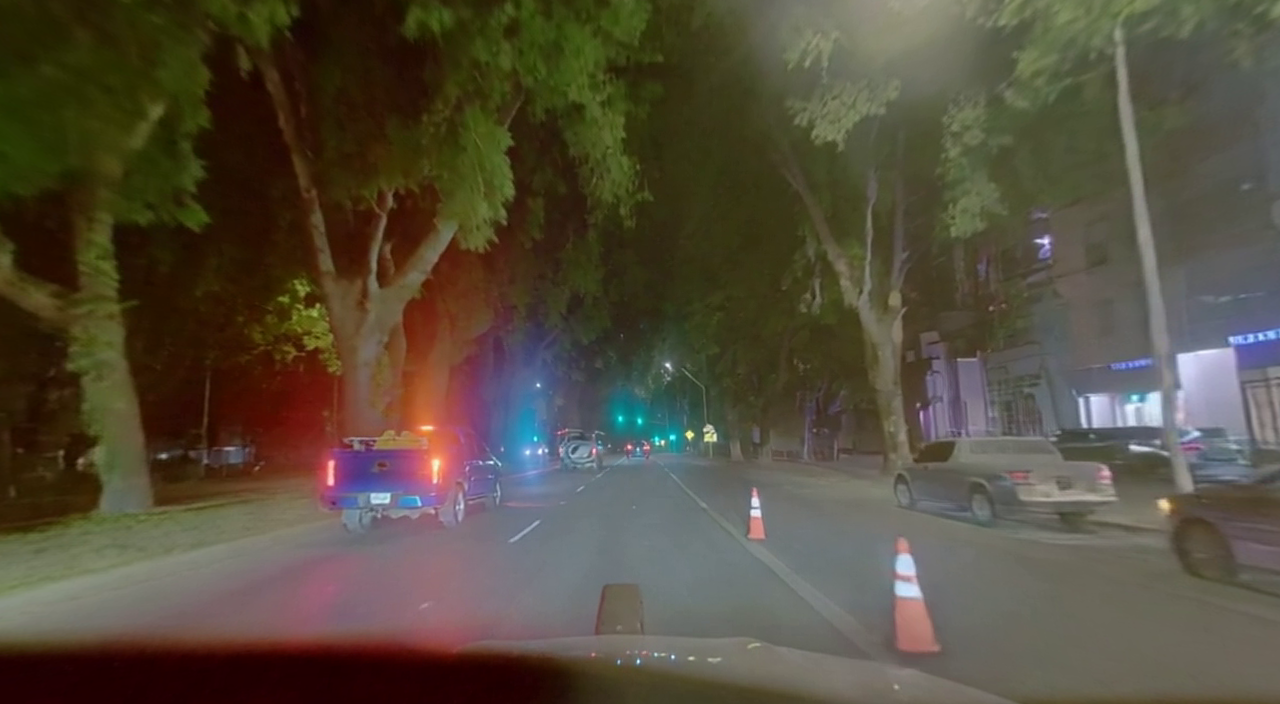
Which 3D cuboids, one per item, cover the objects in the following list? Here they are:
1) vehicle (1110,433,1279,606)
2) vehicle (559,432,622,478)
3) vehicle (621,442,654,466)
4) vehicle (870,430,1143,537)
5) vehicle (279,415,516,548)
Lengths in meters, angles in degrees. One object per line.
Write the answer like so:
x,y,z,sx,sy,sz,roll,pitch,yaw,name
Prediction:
6.695,1.386,4.963,2.012,1.523,5.204,0,-9,0,vehicle
-2.322,5.094,31.546,2.424,2.063,5.678,-1,-9,3,vehicle
-0.227,7.866,48.871,2.413,1.748,4.406,0,-8,-1,vehicle
6.652,2.419,12.367,2.126,1.642,4.888,0,-9,-4,vehicle
-3.719,2.085,10.823,2.327,1.775,4.430,0,-9,-1,vehicle
